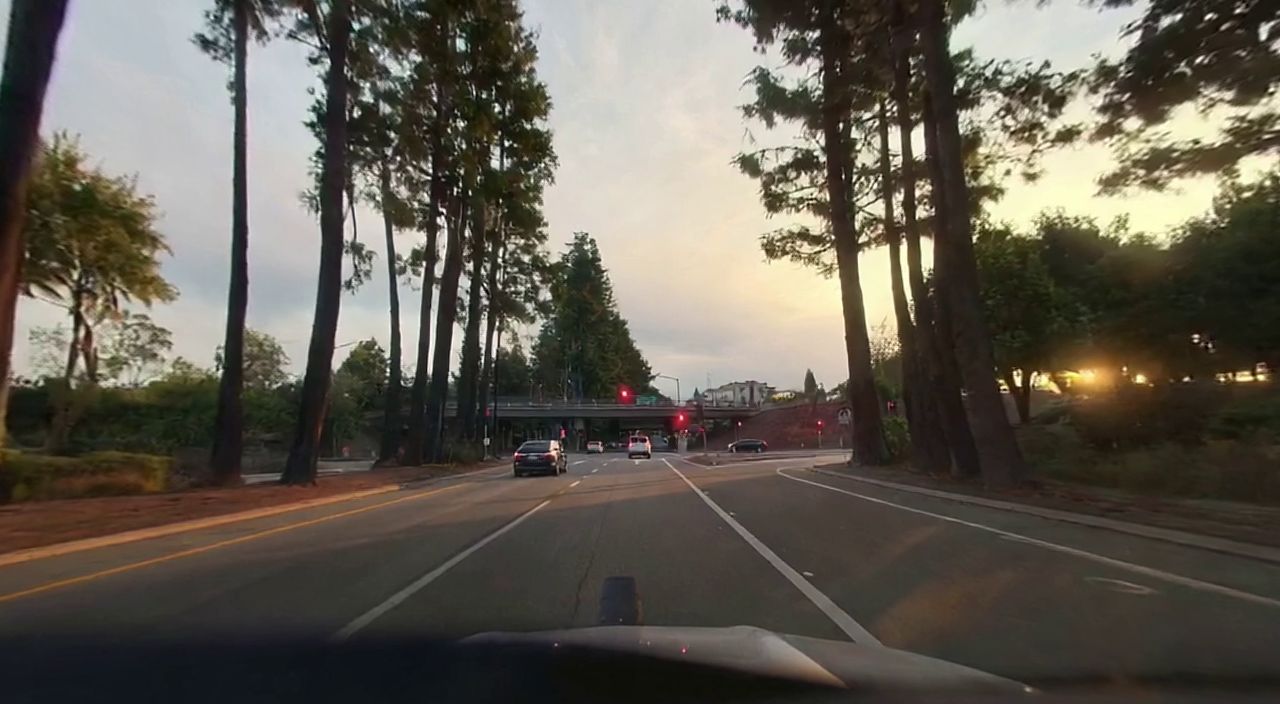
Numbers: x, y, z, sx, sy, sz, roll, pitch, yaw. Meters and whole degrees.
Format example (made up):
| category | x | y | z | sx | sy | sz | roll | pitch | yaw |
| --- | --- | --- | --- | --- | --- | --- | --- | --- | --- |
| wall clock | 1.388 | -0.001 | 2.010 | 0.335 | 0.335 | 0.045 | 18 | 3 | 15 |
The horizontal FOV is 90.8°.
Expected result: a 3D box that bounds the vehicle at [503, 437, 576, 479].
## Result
| category | x | y | z | sx | sy | sz | roll | pitch | yaw |
| --- | --- | --- | --- | --- | --- | --- | --- | --- | --- |
| vehicle | -3.770 | 4.058 | 24.437 | 2.082 | 1.472 | 4.310 | 0 | -8 | 1 |
